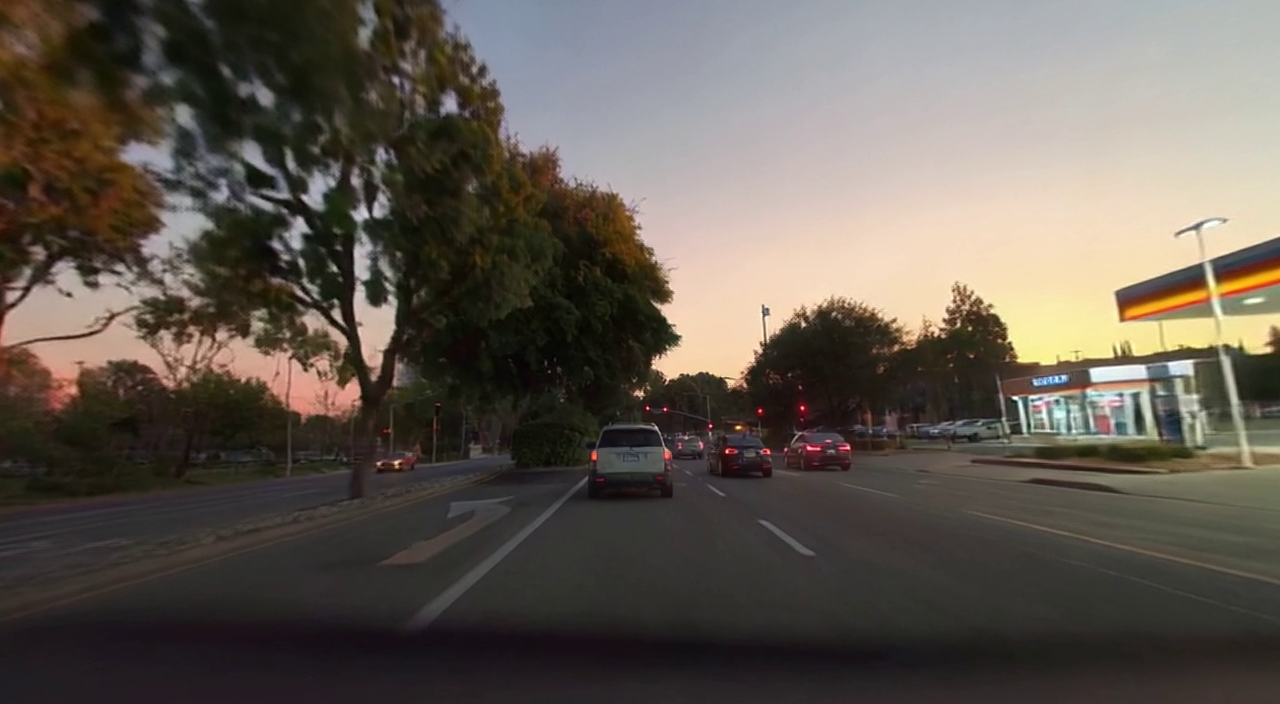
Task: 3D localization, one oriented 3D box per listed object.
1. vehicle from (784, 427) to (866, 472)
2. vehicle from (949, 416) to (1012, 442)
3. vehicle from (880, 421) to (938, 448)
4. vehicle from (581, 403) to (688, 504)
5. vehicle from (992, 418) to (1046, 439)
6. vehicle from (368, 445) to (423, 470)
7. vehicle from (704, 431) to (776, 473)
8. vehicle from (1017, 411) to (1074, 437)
[{"bbox_3d":[6.991,3.731,24.318,1.793,1.585,4.130,0,-8,-2],"label":"vehicle"},{"bbox_3d":[25.379,5.828,47.226,2.107,1.806,4.410,0,-8,-2],"label":"vehicle"},{"bbox_3d":[19.949,6.128,47.064,1.929,1.763,5.190,-3,-8,0],"label":"vehicle"},{"bbox_3d":[-0.123,2.305,14.637,2.038,1.917,4.900,0,-8,0],"label":"vehicle"},{"bbox_3d":[27.850,5.678,46.529,1.709,1.423,3.660,0,-8,0],"label":"vehicle"},{"bbox_3d":[-16.813,7.245,43.687,1.942,1.479,4.765,-4,-8,-1],"label":"vehicle"},{"bbox_3d":[3.716,3.827,24.365,1.940,1.474,4.234,0,-8,-2],"label":"vehicle"},{"bbox_3d":[30.627,5.497,47.856,1.769,1.782,4.068,0,-9,3],"label":"vehicle"}]
